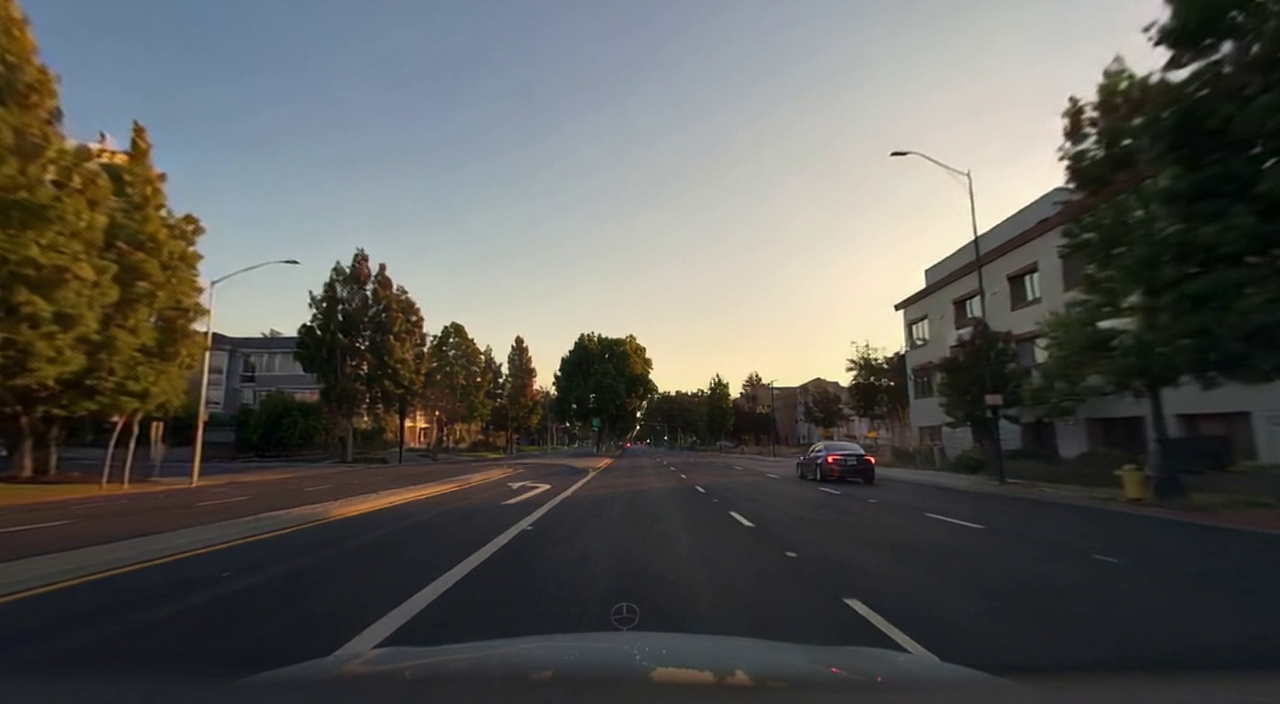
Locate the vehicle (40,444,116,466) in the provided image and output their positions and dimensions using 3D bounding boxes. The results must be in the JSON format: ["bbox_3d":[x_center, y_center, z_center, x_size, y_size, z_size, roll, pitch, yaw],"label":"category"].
[{"bbox_3d":[-41.549,7.591,46.636,3.662,1.533,1.819,3,-9,-19],"label":"vehicle"}]

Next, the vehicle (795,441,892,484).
[{"bbox_3d":[7.431,4.071,23.546,2.054,1.421,4.487,0,-8,-1],"label":"vehicle"}]
